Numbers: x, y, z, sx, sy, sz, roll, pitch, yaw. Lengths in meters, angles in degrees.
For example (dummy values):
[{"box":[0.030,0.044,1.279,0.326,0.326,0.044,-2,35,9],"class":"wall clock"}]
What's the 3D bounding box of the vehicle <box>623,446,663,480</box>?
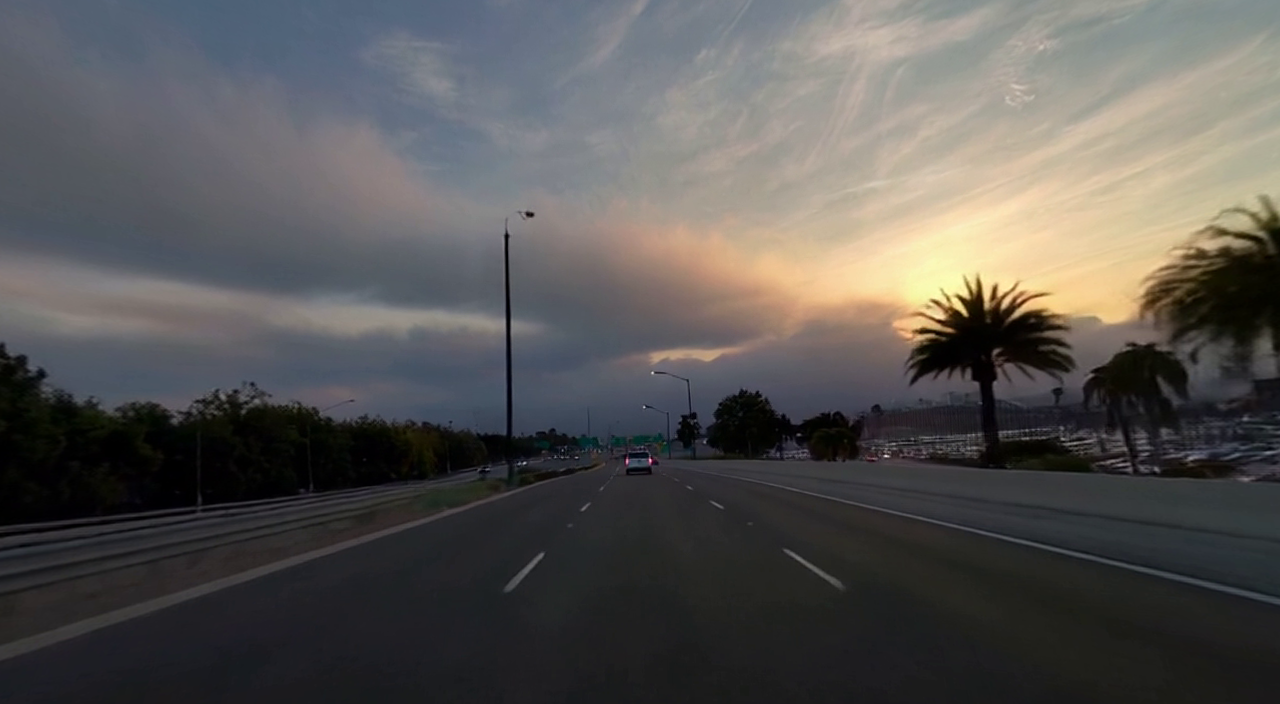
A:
[{"box":[0.125,6.106,34.860,2.089,1.718,4.193,0,-9,0],"class":"vehicle"}]
